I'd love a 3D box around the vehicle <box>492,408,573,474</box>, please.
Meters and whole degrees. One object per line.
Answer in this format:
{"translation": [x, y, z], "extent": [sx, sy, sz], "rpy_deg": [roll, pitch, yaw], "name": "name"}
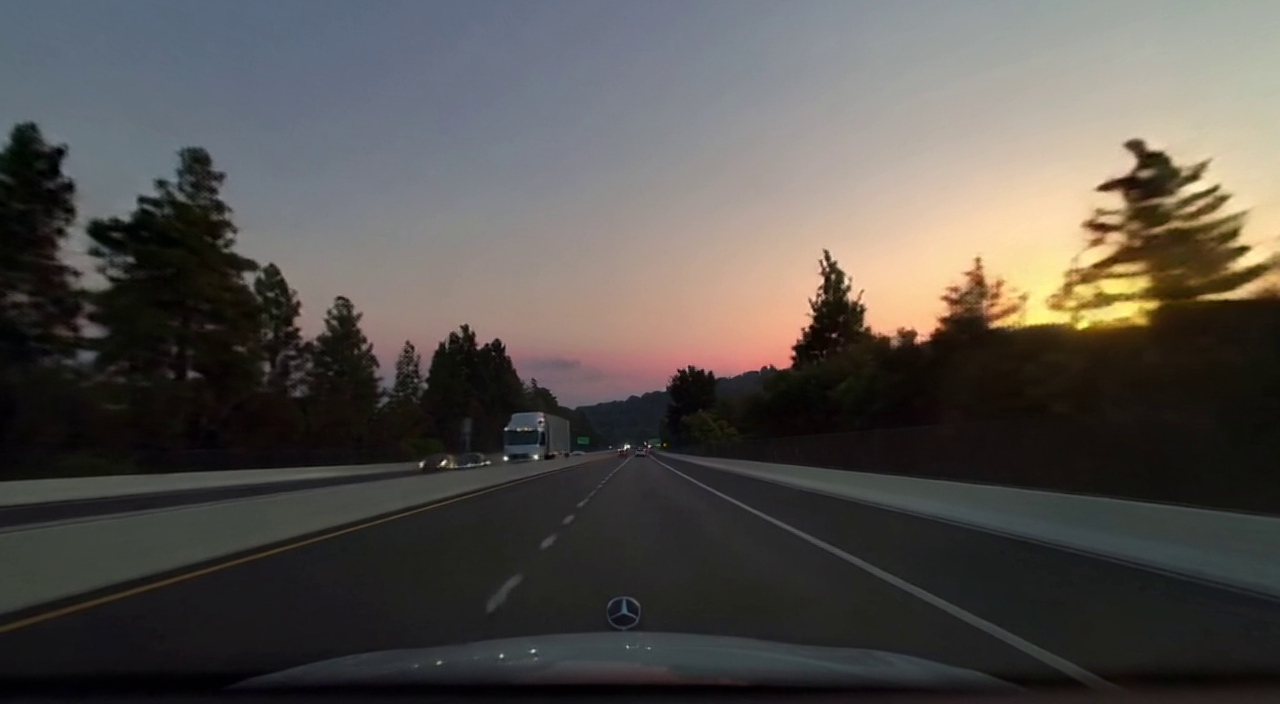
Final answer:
{"translation": [-6.881, 6.132, 43.030], "extent": [2.939, 3.731, 14.269], "rpy_deg": [0, -9, 0], "name": "vehicle"}
